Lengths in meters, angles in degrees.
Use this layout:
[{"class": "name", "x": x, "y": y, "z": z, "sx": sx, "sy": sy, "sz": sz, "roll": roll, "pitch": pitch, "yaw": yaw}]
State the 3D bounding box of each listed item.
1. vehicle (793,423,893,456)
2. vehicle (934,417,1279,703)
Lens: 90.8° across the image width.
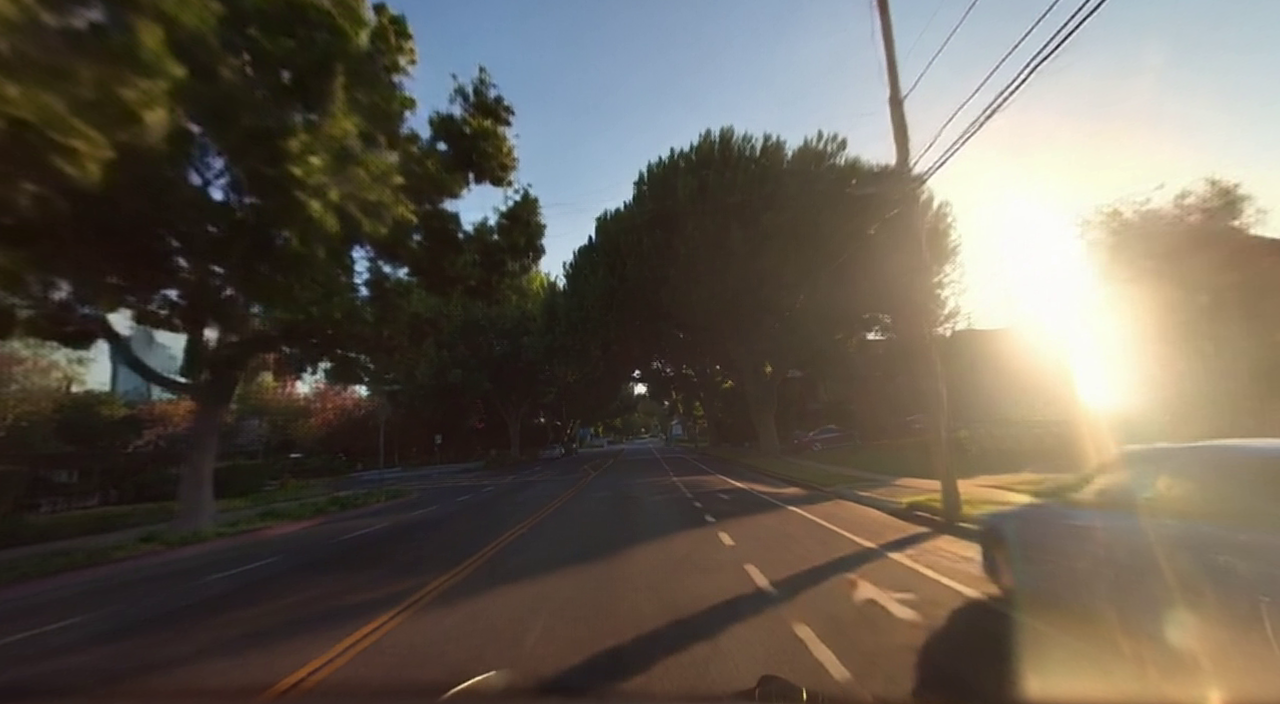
[{"class": "vehicle", "x": 10.878, "y": 4.817, "z": 34.271, "sx": 1.904, "sy": 1.626, "sz": 5.012, "roll": 6, "pitch": -11, "yaw": -31}, {"class": "vehicle", "x": 3.750, "y": 1.154, "z": 3.616, "sx": 1.961, "sy": 1.472, "sz": 4.434, "roll": 0, "pitch": -8, "yaw": 0}]
